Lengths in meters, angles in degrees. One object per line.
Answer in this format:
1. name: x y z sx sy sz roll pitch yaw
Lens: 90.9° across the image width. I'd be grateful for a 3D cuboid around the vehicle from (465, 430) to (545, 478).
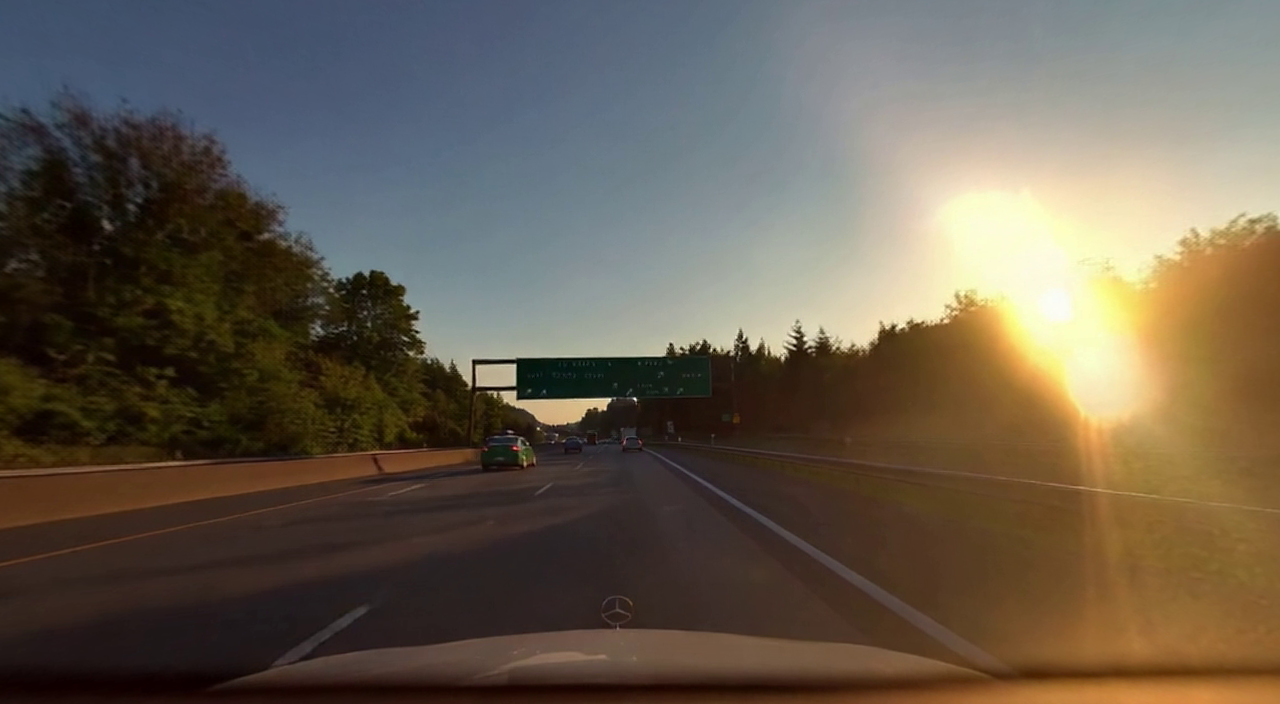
1. vehicle: -4.560 3.485 21.870 1.959 1.514 3.668 0 -8 0
